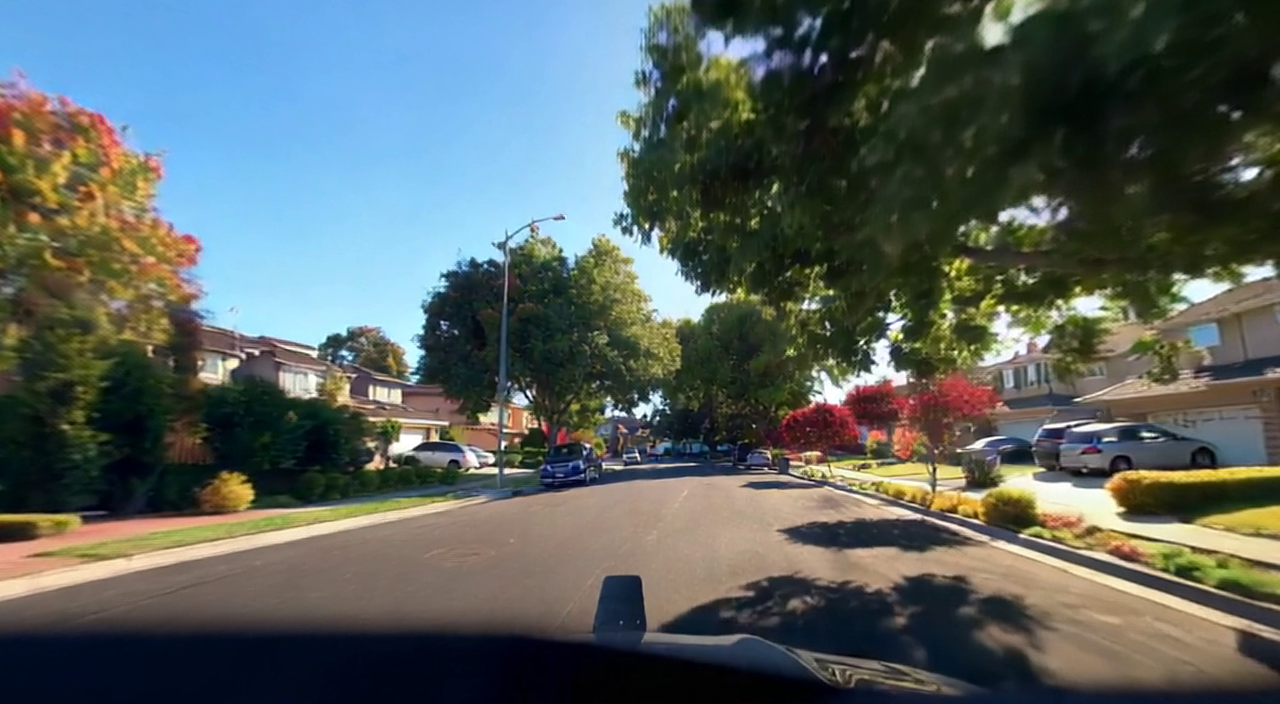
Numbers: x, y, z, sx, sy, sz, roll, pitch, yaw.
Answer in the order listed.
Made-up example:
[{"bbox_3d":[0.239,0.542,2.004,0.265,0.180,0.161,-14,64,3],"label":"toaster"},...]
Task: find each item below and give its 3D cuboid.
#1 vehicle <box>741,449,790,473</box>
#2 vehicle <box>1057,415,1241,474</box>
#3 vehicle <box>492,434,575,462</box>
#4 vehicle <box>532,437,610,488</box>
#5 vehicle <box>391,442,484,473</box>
[{"bbox_3d":[7.952,6.979,40.577,1.984,1.437,4.726,0,-9,-3],"label":"vehicle"},{"bbox_3d":[15.829,2.891,19.763,4.384,1.688,1.956,1,-8,-10],"label":"vehicle"},{"bbox_3d":[-8.279,7.435,49.158,6.197,1.824,2.113,-1,-9,-11],"label":"vehicle"},{"bbox_3d":[-2.675,4.427,25.822,2.215,1.859,4.765,-1,-8,6],"label":"vehicle"},{"bbox_3d":[-10.332,5.388,32.414,4.376,1.458,2.046,2,-8,-17],"label":"vehicle"}]
